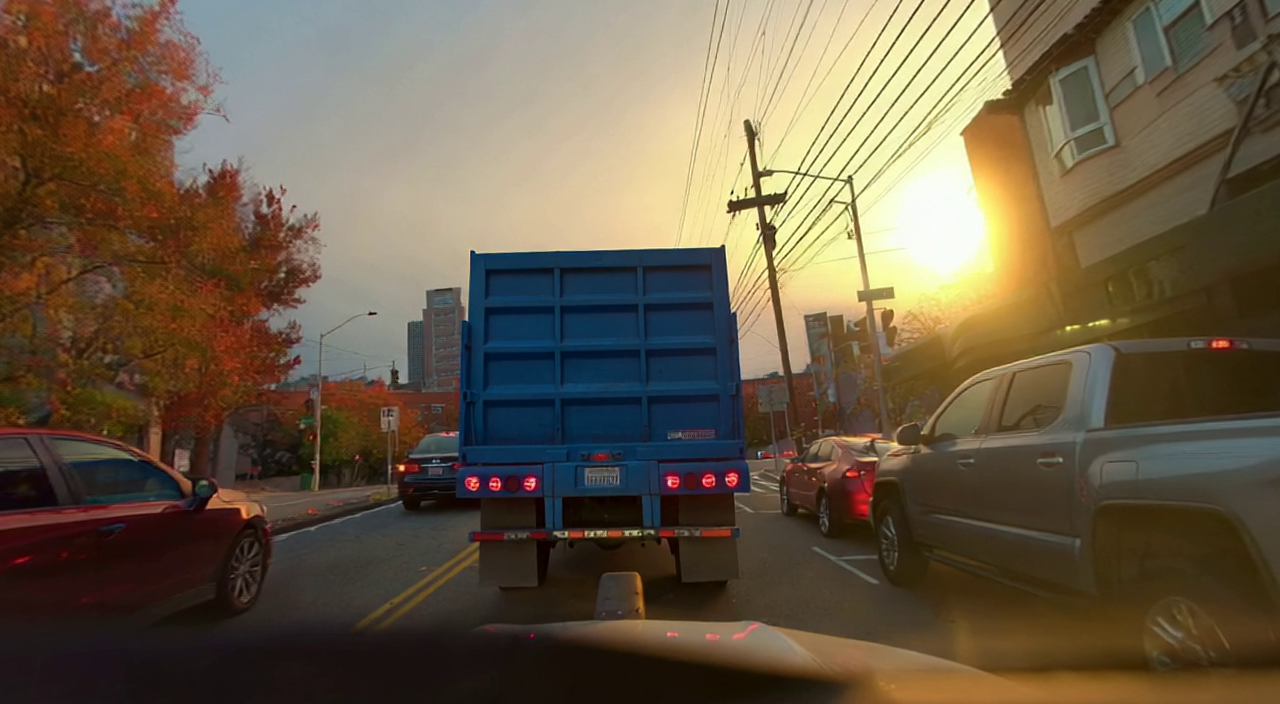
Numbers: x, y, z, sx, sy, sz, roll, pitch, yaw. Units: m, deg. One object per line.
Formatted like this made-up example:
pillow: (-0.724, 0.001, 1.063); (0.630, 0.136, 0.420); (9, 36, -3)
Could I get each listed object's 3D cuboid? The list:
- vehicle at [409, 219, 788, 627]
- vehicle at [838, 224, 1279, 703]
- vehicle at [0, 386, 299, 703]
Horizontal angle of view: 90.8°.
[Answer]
vehicle: (-0.226, 1.099, 9.102); (2.878, 3.204, 8.244); (0, -8, 1)
vehicle: (3.235, 0.844, 3.853); (2.242, 1.979, 5.722); (0, -8, 1)
vehicle: (-4.113, 1.059, 3.435); (1.988, 1.657, 4.492); (0, -8, 0)
